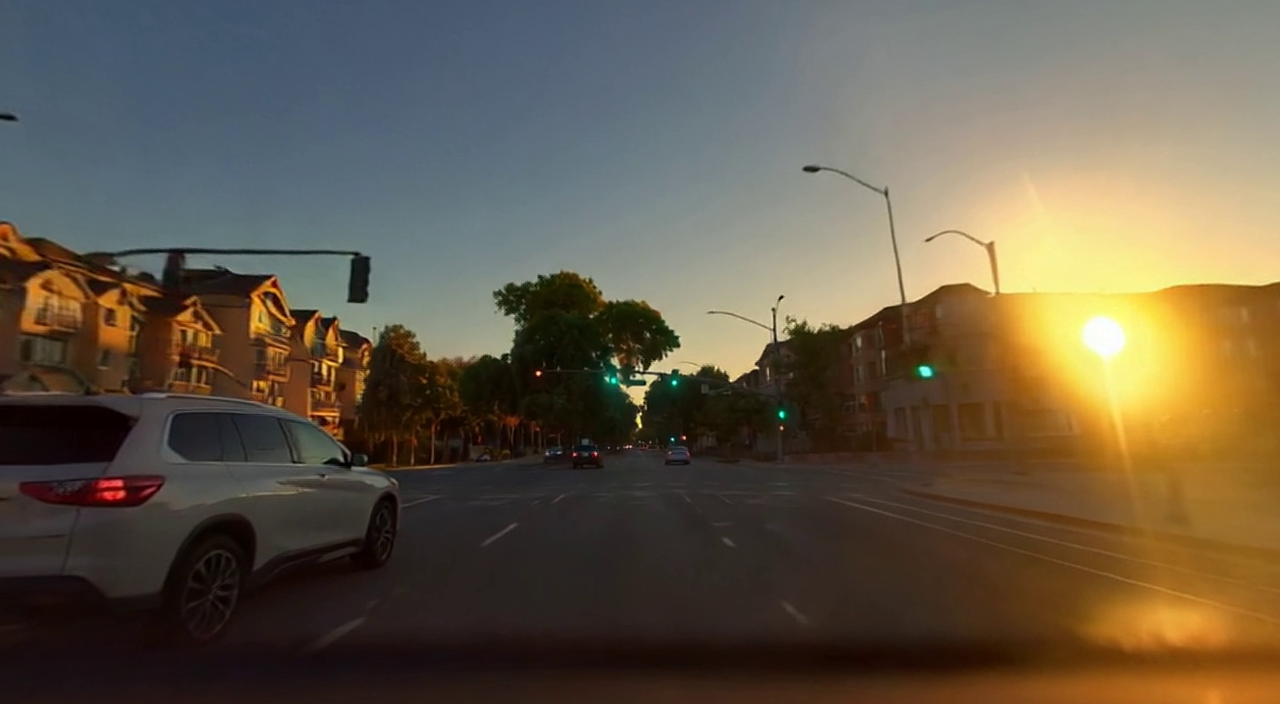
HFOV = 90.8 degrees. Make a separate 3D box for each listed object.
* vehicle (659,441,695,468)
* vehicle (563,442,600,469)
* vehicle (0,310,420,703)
[{"bbox_3d":[2.469,6.907,42.750,2.018,1.719,4.369,0,-8,-2],"label":"vehicle"},{"bbox_3d":[-3.886,6.960,42.569,2.083,1.685,4.069,0,-8,0],"label":"vehicle"},{"bbox_3d":[-3.954,1.164,5.450,2.225,1.984,5.168,0,-8,0],"label":"vehicle"}]
